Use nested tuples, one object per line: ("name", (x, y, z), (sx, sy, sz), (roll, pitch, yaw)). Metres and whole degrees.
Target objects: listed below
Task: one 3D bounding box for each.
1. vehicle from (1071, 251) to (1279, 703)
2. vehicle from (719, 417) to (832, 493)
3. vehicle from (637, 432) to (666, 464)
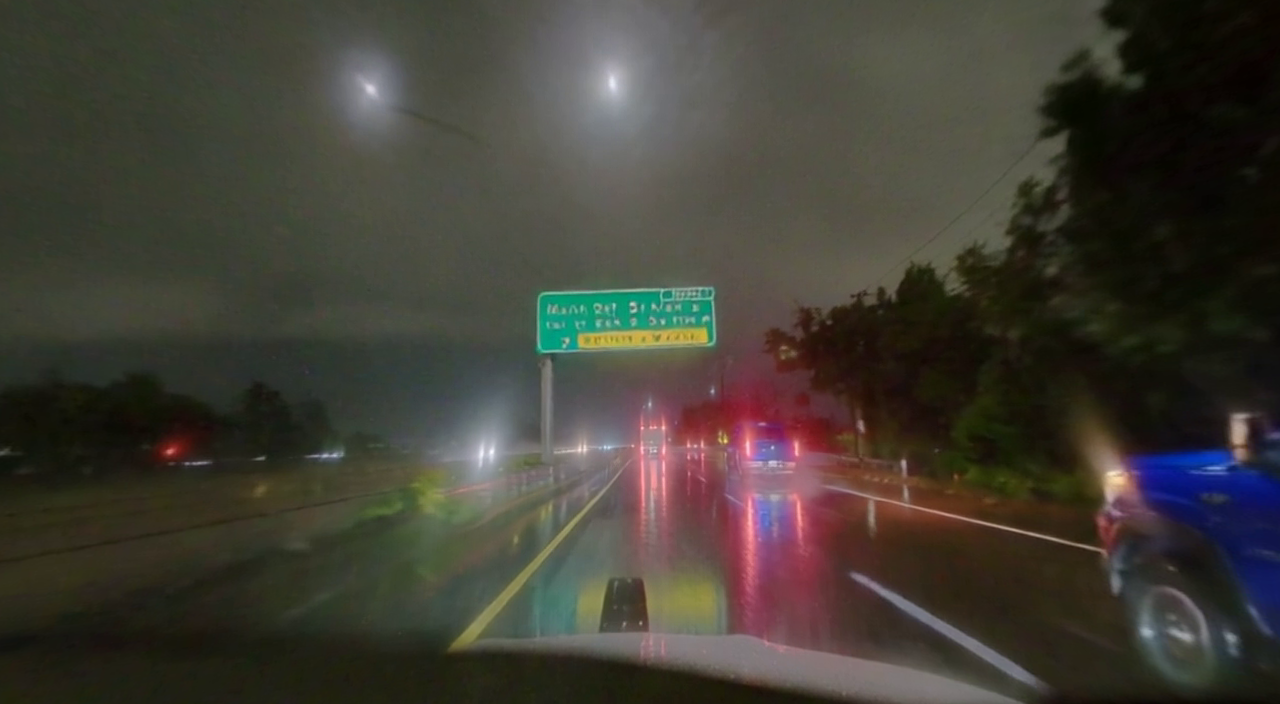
("vehicle", (3.535, 0.424, 0.971), (2.145, 2.069, 5.057), (-1, -9, 1))
("vehicle", (4.276, 3.416, 21.155), (2.594, 2.155, 5.670), (-1, -9, 1))
("vehicle", (0.890, 7.404, 48.665), (2.099, 2.260, 4.899), (-1, -9, 0))
